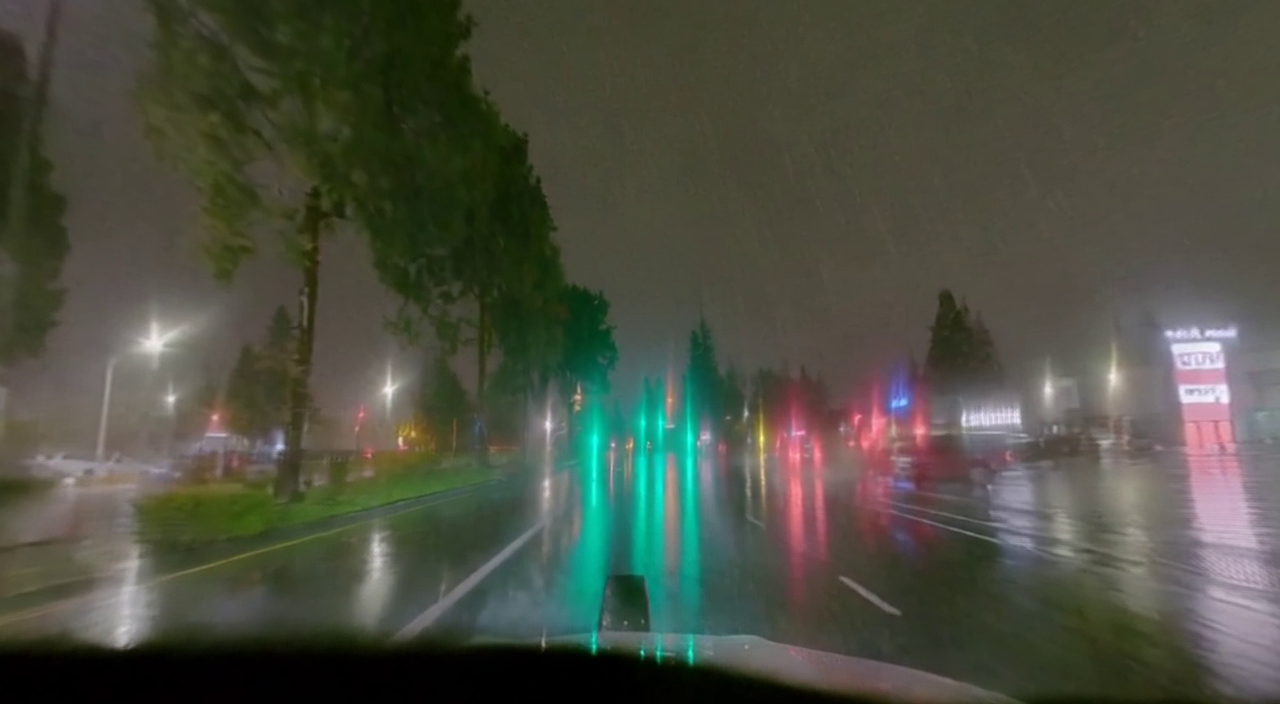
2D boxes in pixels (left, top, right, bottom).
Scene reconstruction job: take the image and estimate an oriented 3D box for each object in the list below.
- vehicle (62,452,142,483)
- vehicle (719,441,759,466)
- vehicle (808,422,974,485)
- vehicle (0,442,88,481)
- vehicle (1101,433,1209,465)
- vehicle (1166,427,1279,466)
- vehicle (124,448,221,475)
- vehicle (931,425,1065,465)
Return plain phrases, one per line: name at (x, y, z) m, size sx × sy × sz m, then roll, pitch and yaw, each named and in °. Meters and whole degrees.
vehicle at (-38.744, 8.311, 45.549) m, size 1.904 × 2.047 × 4.395 m, roll 0°, pitch -8°, yaw -2°
vehicle at (7.267, 7.504, 46.669) m, size 2.084 × 1.736 × 4.754 m, roll 0°, pitch -8°, yaw -1°
vehicle at (9.116, 3.733, 23.363) m, size 5.329 × 2.114 × 2.325 m, roll -3°, pitch -9°, yaw 18°
vehicle at (-32.963, 5.818, 33.574) m, size 4.895 × 1.947 × 2.182 m, roll 0°, pitch -8°, yaw -1°
vehicle at (29.730, 5.600, 36.488) m, size 4.342 × 1.713 × 2.036 m, roll -1°, pitch -8°, yaw 2°
vehicle at (29.251, 4.655, 31.132) m, size 4.641 × 1.816 × 1.954 m, roll 0°, pitch -8°, yaw 2°
vehicle at (-32.594, 7.630, 44.053) m, size 4.923 × 1.843 × 2.179 m, roll 0°, pitch -8°, yaw 0°
vehicle at (16.738, 4.386, 29.709) m, size 4.897 × 1.739 × 2.259 m, roll -1°, pitch -8°, yaw 2°
